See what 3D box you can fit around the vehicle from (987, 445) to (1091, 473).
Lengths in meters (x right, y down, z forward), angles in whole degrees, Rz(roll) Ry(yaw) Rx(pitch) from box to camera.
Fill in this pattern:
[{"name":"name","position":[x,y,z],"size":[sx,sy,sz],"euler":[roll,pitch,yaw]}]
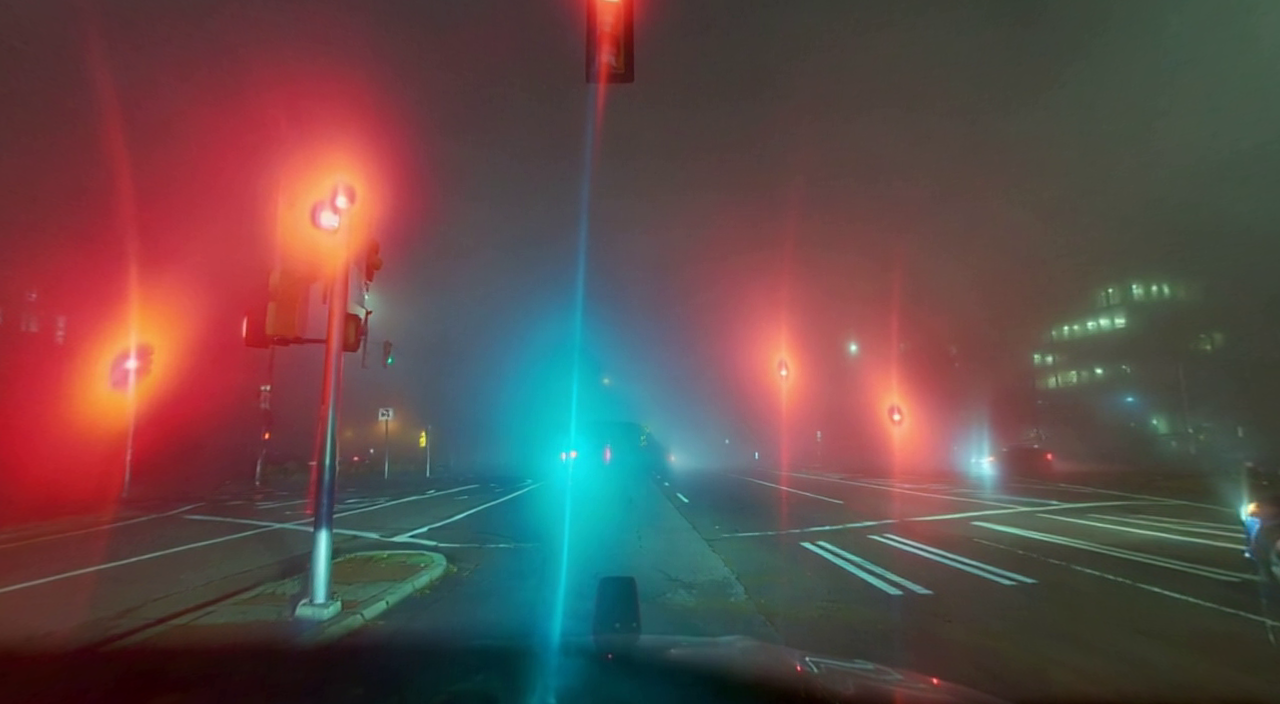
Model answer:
[{"name":"vehicle","position":[23.271,6.265,36.708],"size":[4.736,1.542,1.966],"euler":[0,-9,-2]}]

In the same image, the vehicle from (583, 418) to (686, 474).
[{"name":"vehicle","position":[-0.178,5.798,38.703],"size":[2.678,3.096,7.088],"euler":[-7,-11,35]}]
